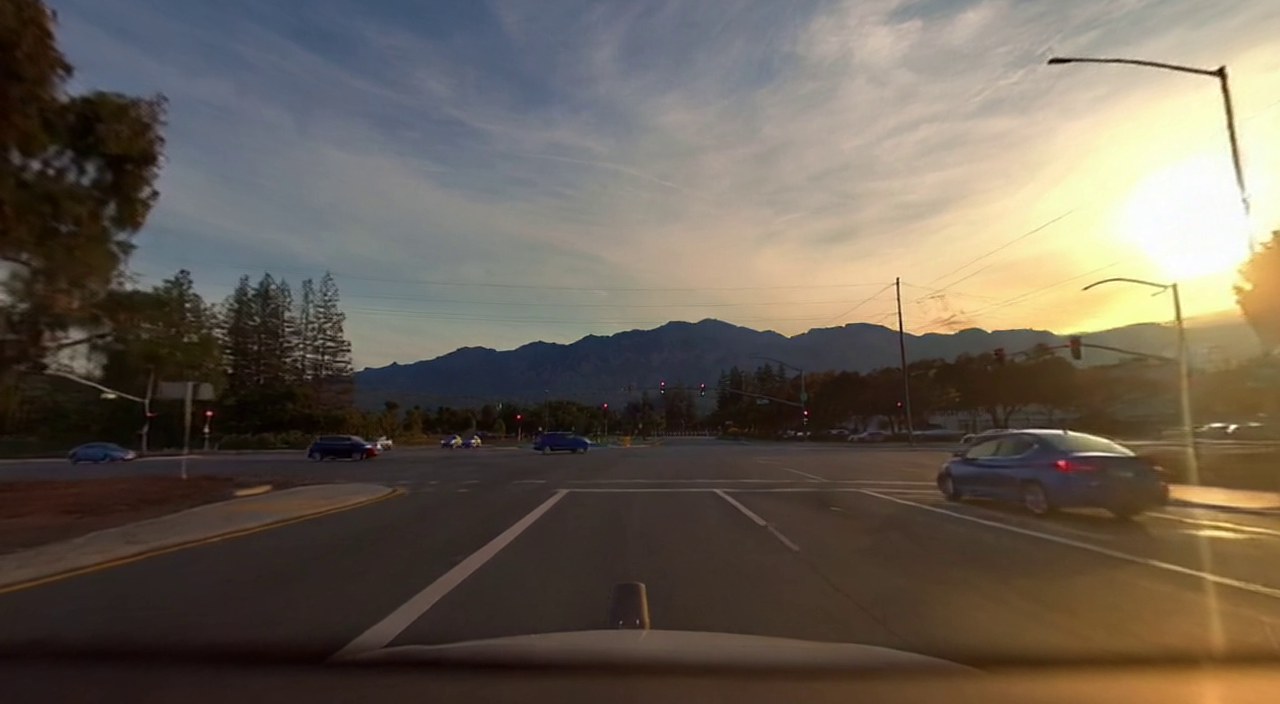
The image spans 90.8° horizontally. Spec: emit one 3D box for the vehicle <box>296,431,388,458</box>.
[{"bbox_3d":[-20.541,6.405,43.778,5.228,1.805,2.246,2,-9,-11],"label":"vehicle"}]

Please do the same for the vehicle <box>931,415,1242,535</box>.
[{"bbox_3d":[7.010,1.977,10.754,1.899,1.570,4.666,0,-8,0],"label":"vehicle"}]

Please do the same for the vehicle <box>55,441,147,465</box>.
[{"bbox_3d":[-35.803,6.722,42.050,4.218,1.542,2.044,0,-8,-1],"label":"vehicle"}]
